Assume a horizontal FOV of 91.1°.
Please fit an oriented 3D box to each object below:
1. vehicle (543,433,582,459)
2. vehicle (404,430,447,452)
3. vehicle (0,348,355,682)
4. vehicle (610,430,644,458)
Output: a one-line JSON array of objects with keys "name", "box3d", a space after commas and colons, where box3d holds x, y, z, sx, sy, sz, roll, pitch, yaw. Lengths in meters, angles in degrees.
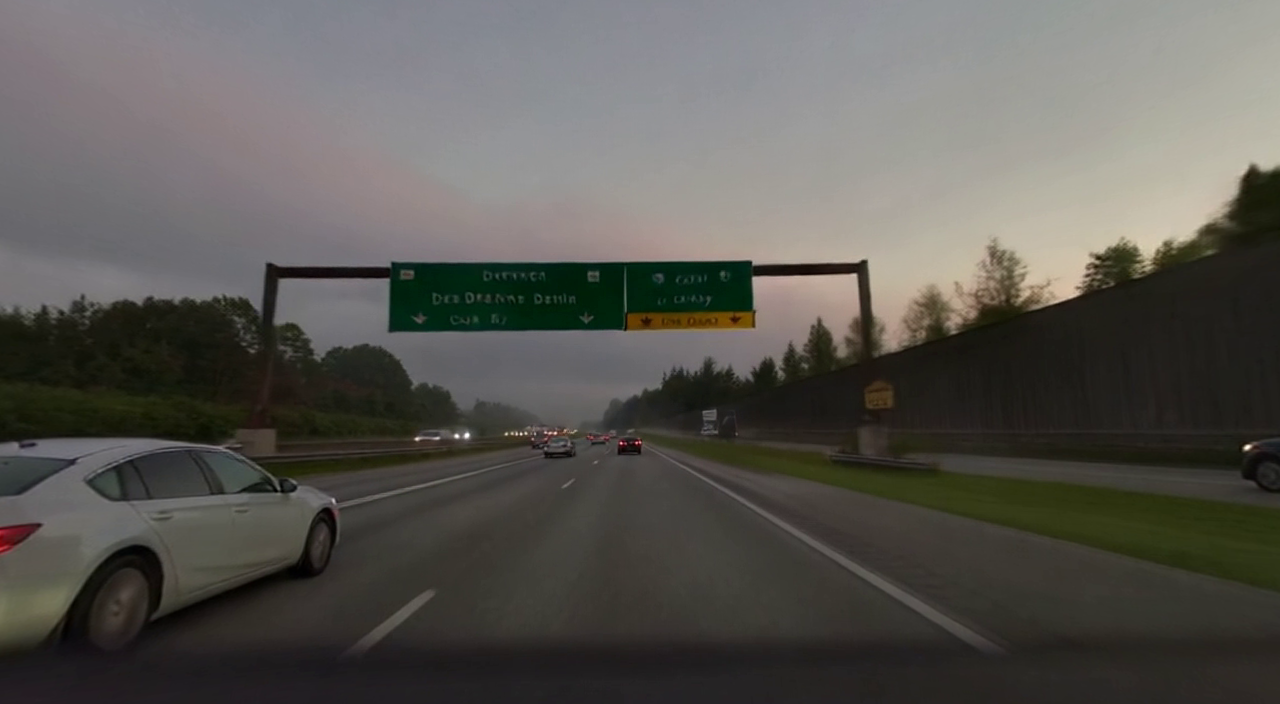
[{"name": "vehicle", "box3d": [-4.636, 5.657, 38.117, 1.909, 1.445, 4.087, 0, -7, -1]}, {"name": "vehicle", "box3d": [-16.739, 6.981, 49.280, 1.877, 1.639, 4.310, 0, -8, 0]}, {"name": "vehicle", "box3d": [-4.514, 1.166, 5.596, 1.971, 1.822, 4.366, 0, -7, -1]}, {"name": "vehicle", "box3d": [-0.803, 5.776, 39.685, 2.002, 1.611, 3.778, 0, -8, -1]}]
